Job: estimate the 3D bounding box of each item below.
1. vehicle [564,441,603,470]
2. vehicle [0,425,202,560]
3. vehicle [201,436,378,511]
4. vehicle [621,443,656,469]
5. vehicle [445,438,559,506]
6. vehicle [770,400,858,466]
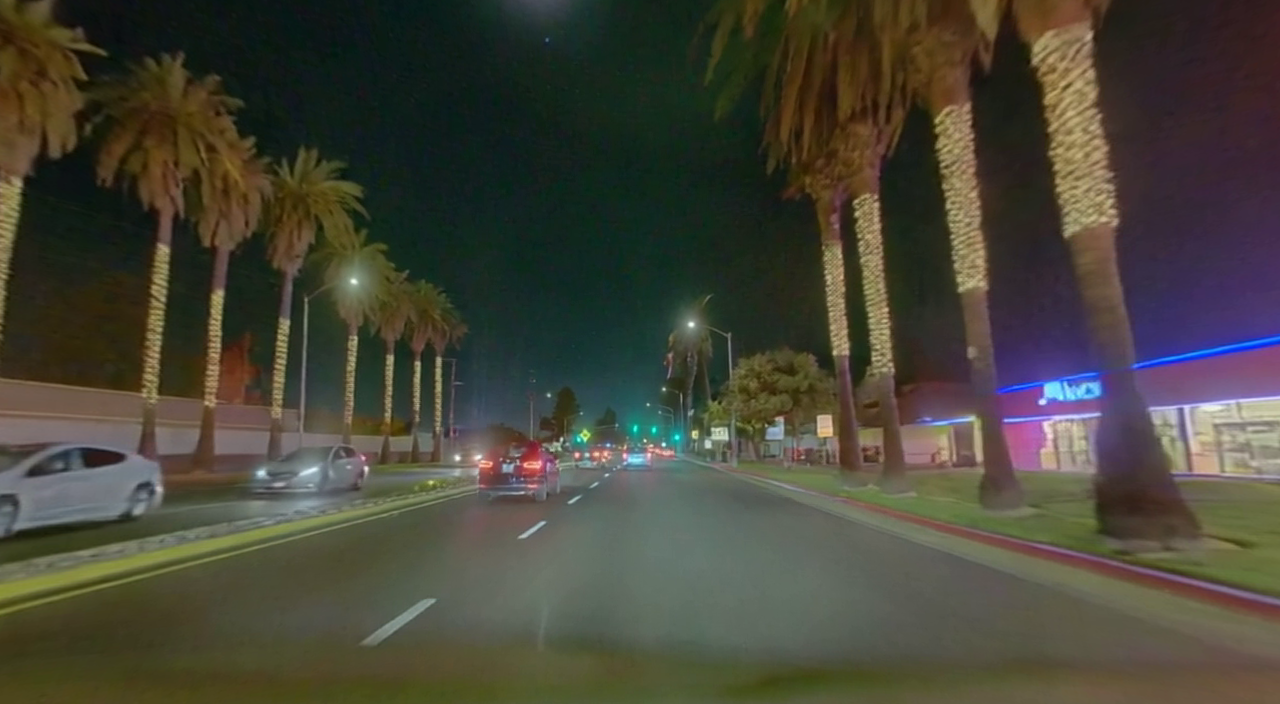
[{"bbox_3d":[-3.340,6.211,37.996,1.979,1.634,3.957,0,-8,0],"label":"vehicle"},{"bbox_3d":[-8.488,1.874,8.703,1.893,1.576,4.075,-2,-9,0],"label":"vehicle"},{"bbox_3d":[-8.541,2.971,15.887,1.928,1.532,4.533,-2,-9,-1],"label":"vehicle"},{"bbox_3d":[-0.097,6.517,39.485,2.094,1.496,4.070,0,-8,0],"label":"vehicle"},{"bbox_3d":[-3.391,3.031,16.386,1.904,1.513,4.410,0,-8,1],"label":"vehicle"},{"bbox_3d":[10.008,4.824,37.119,2.878,3.388,8.331,-1,-8,1],"label":"vehicle"}]
